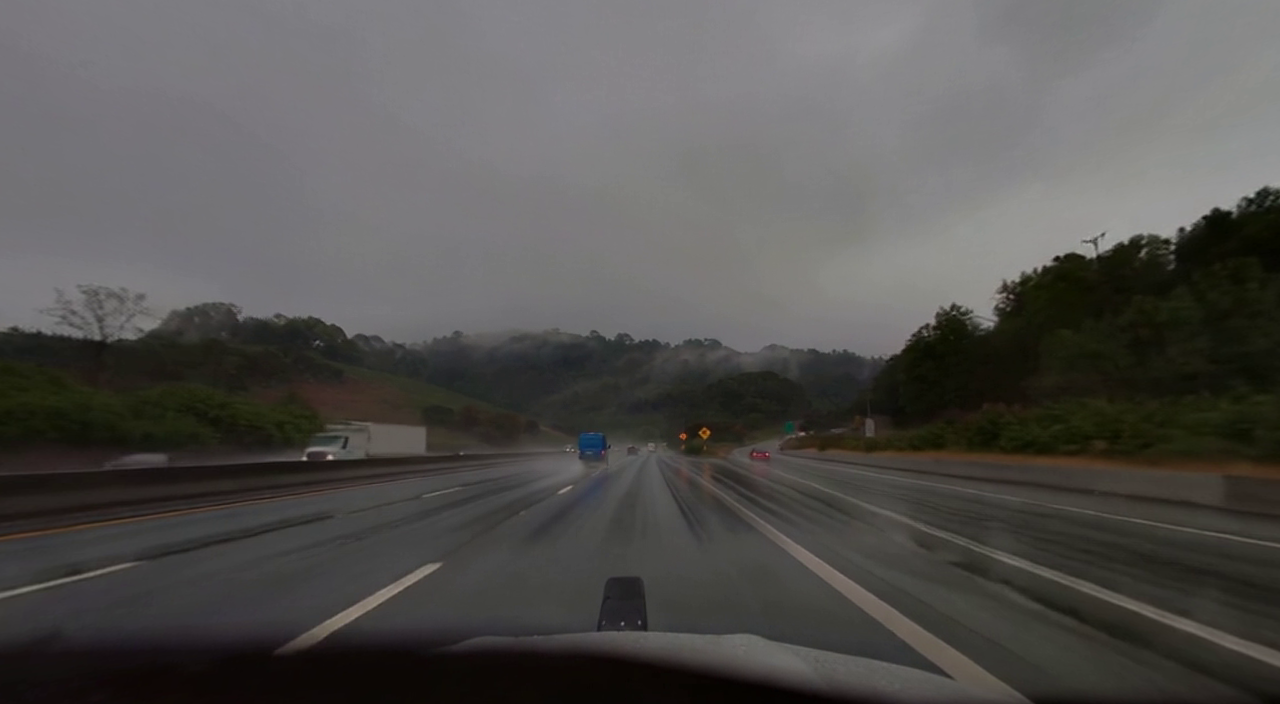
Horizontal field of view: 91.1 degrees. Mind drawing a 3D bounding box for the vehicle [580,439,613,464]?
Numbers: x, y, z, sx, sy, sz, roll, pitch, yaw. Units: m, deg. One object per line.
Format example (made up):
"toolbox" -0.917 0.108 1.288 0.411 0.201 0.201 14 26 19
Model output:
"vehicle" -3.325 7.676 48.548 2.169 1.849 4.639 0 -8 1
